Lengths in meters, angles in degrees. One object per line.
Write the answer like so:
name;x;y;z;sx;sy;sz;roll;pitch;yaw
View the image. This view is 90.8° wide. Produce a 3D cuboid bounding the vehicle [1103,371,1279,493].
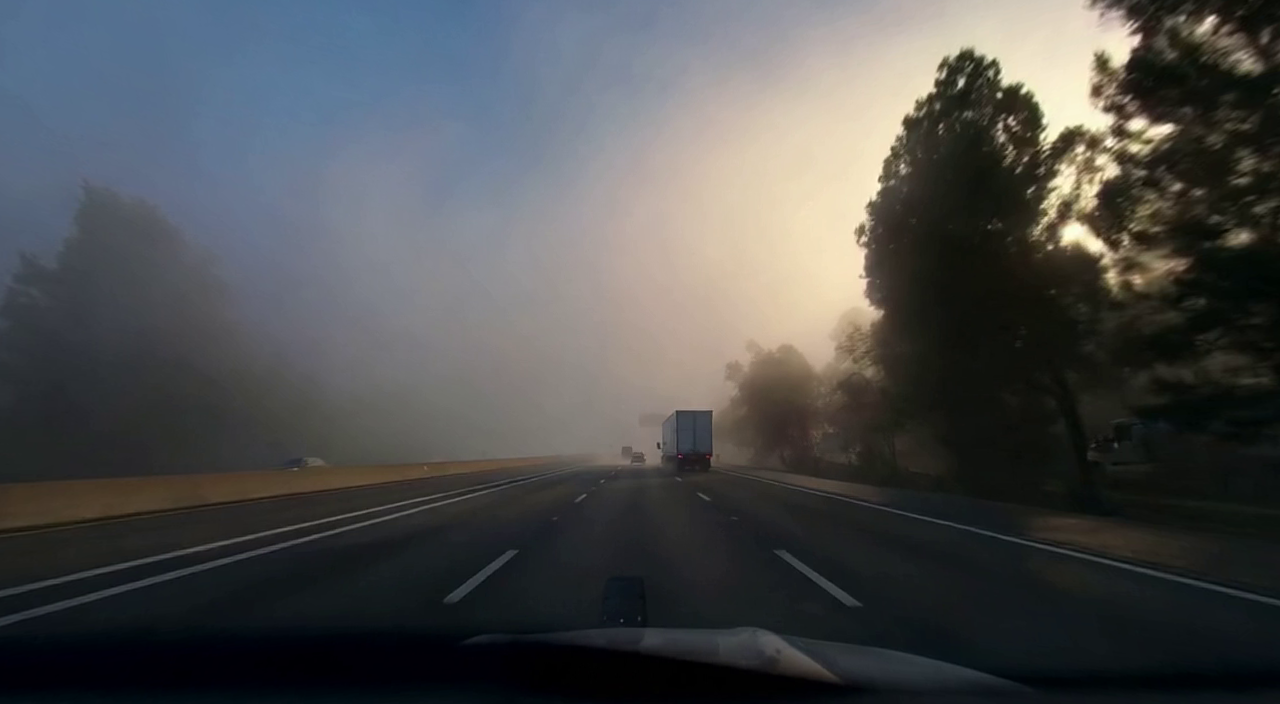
vehicle;21.040;2.796;21.469;2.926;3.647;10.810;-1;-9;4
